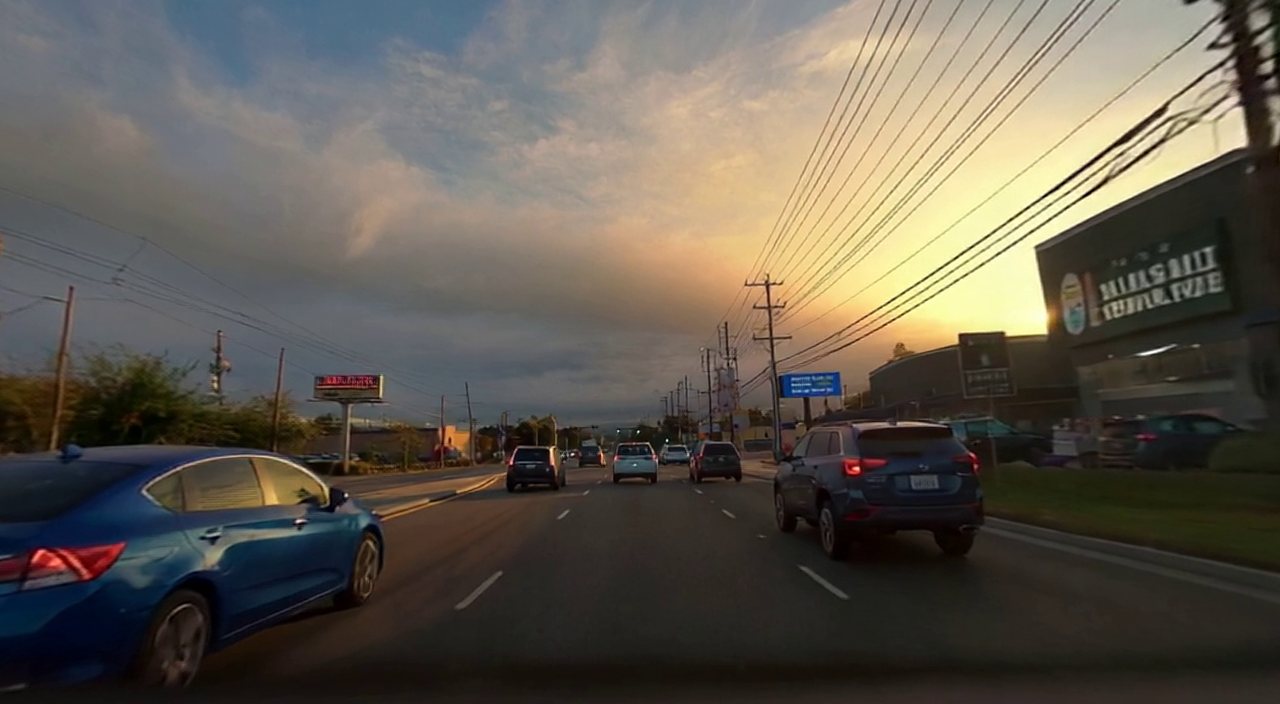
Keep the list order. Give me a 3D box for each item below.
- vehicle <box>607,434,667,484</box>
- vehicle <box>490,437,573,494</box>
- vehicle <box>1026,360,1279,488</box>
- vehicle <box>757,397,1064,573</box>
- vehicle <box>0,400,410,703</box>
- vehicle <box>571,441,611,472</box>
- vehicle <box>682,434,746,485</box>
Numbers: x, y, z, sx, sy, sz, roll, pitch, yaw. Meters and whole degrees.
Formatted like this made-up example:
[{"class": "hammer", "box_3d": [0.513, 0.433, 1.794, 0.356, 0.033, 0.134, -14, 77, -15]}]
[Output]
[{"class": "vehicle", "box_3d": [-0.153, 4.479, 26.757, 2.326, 1.925, 4.253, 0, -8, -1]}, {"class": "vehicle", "box_3d": [-3.448, 3.687, 20.844, 2.051, 1.671, 3.861, 0, -8, 0]}, {"class": "vehicle", "box_3d": [12.551, 1.866, 15.799, 2.477, 2.665, 5.203, 0, -8, 1]}, {"class": "vehicle", "box_3d": [3.407, 1.810, 9.400, 2.282, 1.897, 4.915, 0, -8, -1]}, {"class": "vehicle", "box_3d": [-3.231, 1.166, 3.791, 2.022, 1.498, 4.471, 0, -8, 0]}, {"class": "vehicle", "box_3d": [-3.342, 7.319, 44.618, 2.405, 2.009, 5.909, 0, -8, -1]}, {"class": "vehicle", "box_3d": [2.969, 4.417, 26.282, 2.026, 1.904, 4.102, 0, -8, -1]}]
